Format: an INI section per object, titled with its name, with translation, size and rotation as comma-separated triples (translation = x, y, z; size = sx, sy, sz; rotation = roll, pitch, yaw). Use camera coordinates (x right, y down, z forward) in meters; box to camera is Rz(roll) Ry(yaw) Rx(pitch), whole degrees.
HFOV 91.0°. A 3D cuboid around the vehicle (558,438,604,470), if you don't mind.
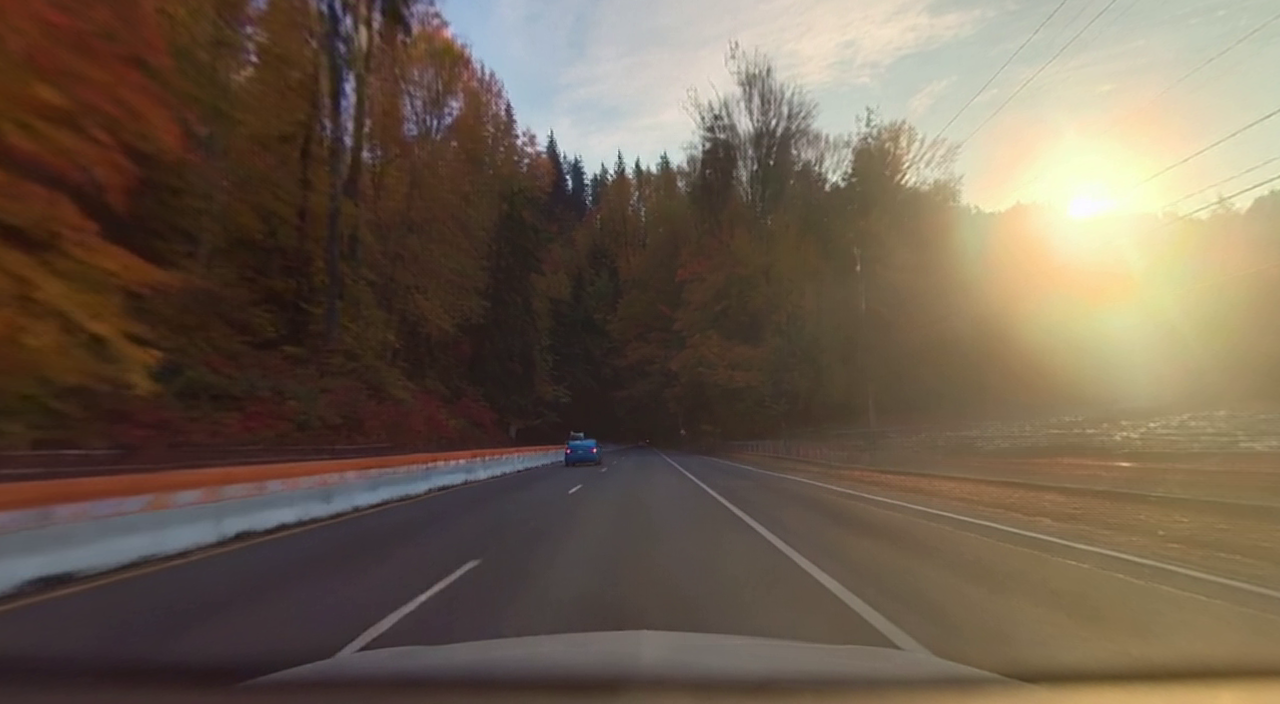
[vehicle]
translation = -2.901, 5.141, 31.897
size = 1.902, 1.505, 4.016
rotation = 0, -8, 0
